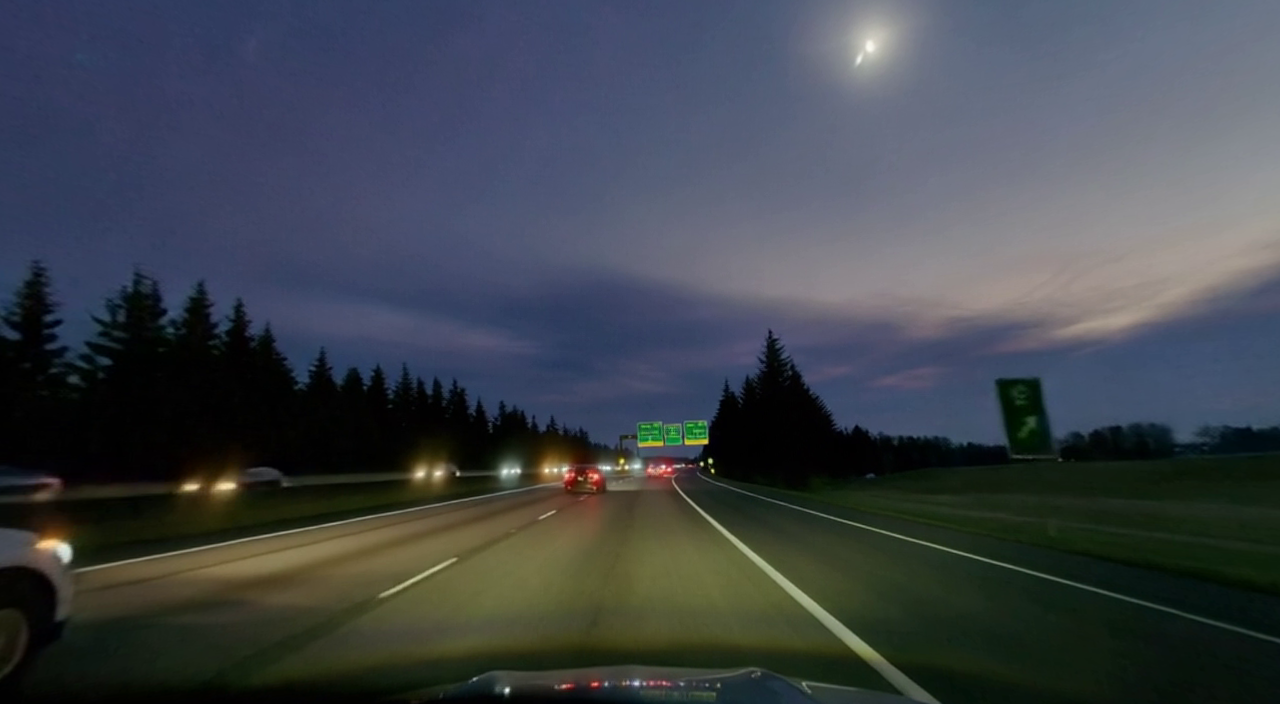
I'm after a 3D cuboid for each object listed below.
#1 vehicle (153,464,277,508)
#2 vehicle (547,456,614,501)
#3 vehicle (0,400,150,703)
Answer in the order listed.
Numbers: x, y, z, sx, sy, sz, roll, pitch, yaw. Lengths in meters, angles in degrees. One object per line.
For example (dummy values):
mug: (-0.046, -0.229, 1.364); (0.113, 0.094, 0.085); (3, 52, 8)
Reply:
vehicle: (-16.826, 5.307, 25.228); (1.883, 1.522, 4.130); (1, -10, 3)
vehicle: (-2.277, 5.050, 25.264); (2.000, 1.594, 3.996); (0, -10, 4)
vehicle: (-4.099, 0.714, 1.439); (2.063, 1.556, 4.740); (1, -10, 1)
